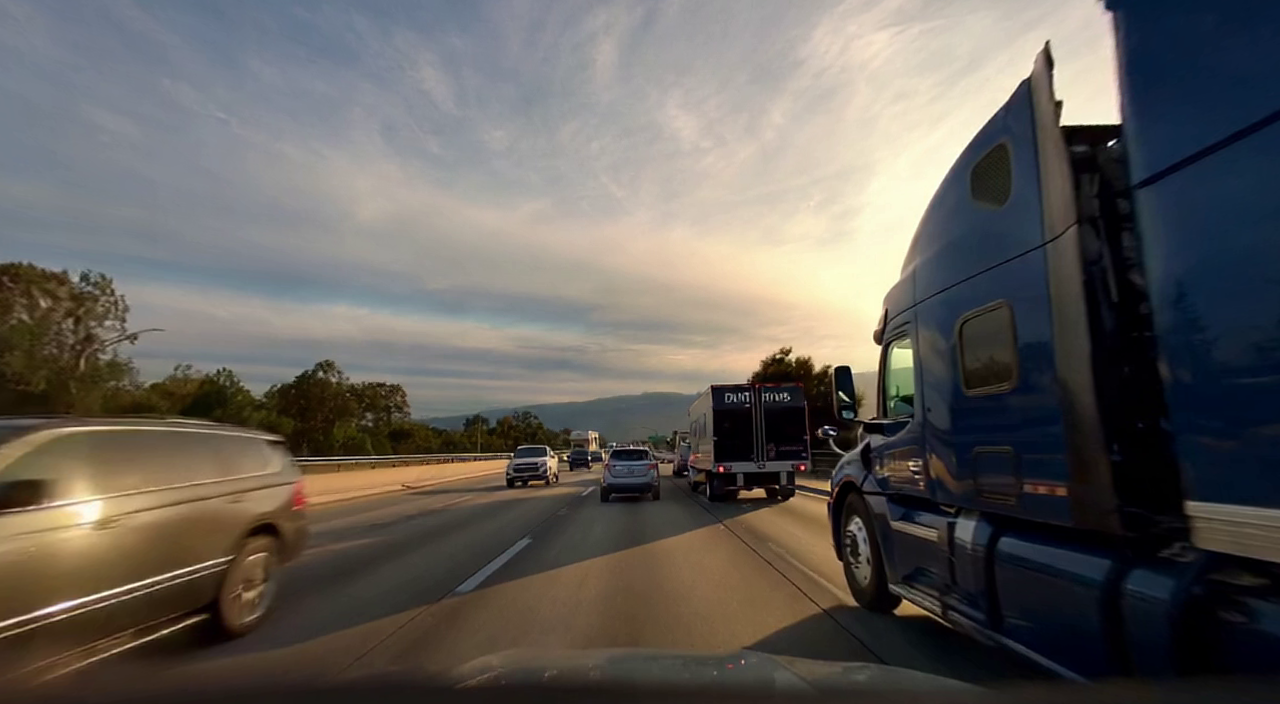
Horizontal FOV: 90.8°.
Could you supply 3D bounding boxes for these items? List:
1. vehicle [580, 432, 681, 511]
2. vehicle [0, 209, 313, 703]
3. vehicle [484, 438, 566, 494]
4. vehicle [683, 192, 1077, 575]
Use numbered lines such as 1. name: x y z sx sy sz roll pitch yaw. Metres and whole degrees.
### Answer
1. vehicle: -0.246 2.947 15.949 2.201 1.719 4.058 0 -9 -1
2. vehicle: -3.765 0.554 2.343 2.254 2.331 5.179 0 -9 0
3. vehicle: -3.869 3.918 21.998 1.986 1.733 4.209 0 -9 1
4. vehicle: 3.016 1.448 14.589 2.934 4.123 15.785 0 -9 0
